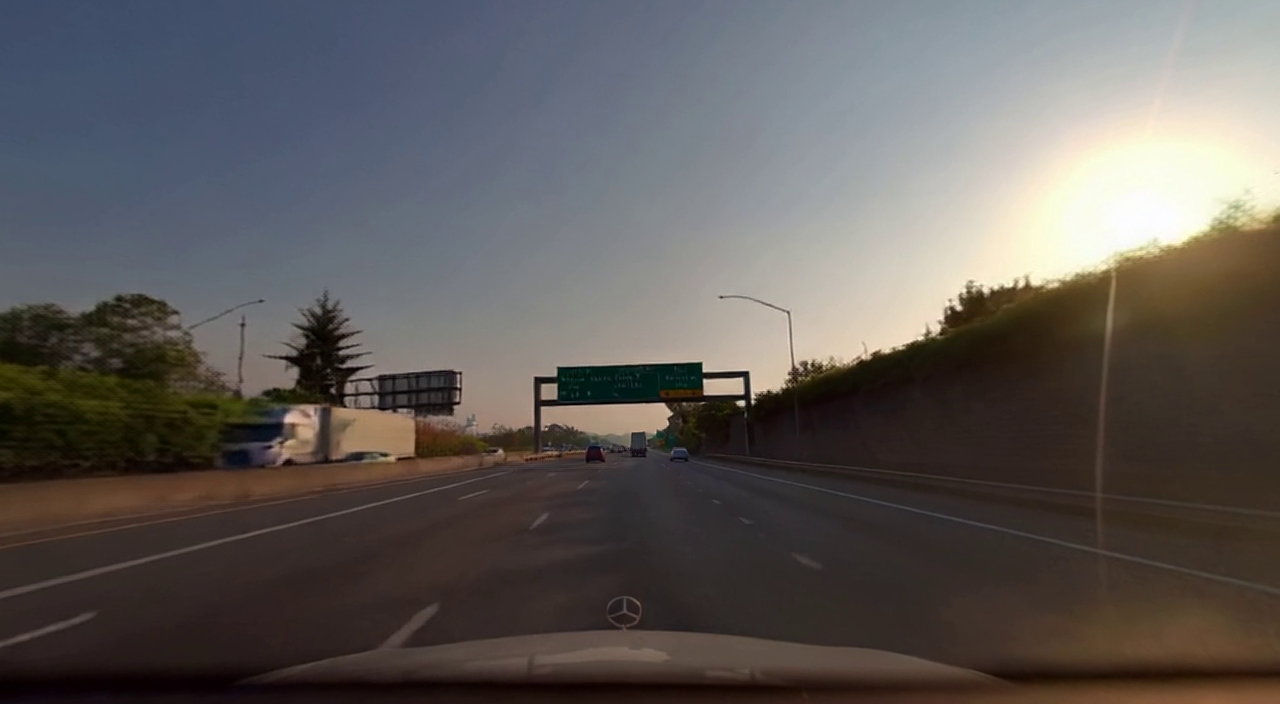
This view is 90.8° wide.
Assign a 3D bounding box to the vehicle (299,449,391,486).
[{"bbox_3d":[-12.562,4.933,27.201,1.908,1.433,4.264,0,-9,-1],"label":"vehicle"}]

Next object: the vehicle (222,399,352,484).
[{"bbox_3d":[-17.706,4.569,32.209,3.050,3.906,5.884,0,-9,0],"label":"vehicle"}]
